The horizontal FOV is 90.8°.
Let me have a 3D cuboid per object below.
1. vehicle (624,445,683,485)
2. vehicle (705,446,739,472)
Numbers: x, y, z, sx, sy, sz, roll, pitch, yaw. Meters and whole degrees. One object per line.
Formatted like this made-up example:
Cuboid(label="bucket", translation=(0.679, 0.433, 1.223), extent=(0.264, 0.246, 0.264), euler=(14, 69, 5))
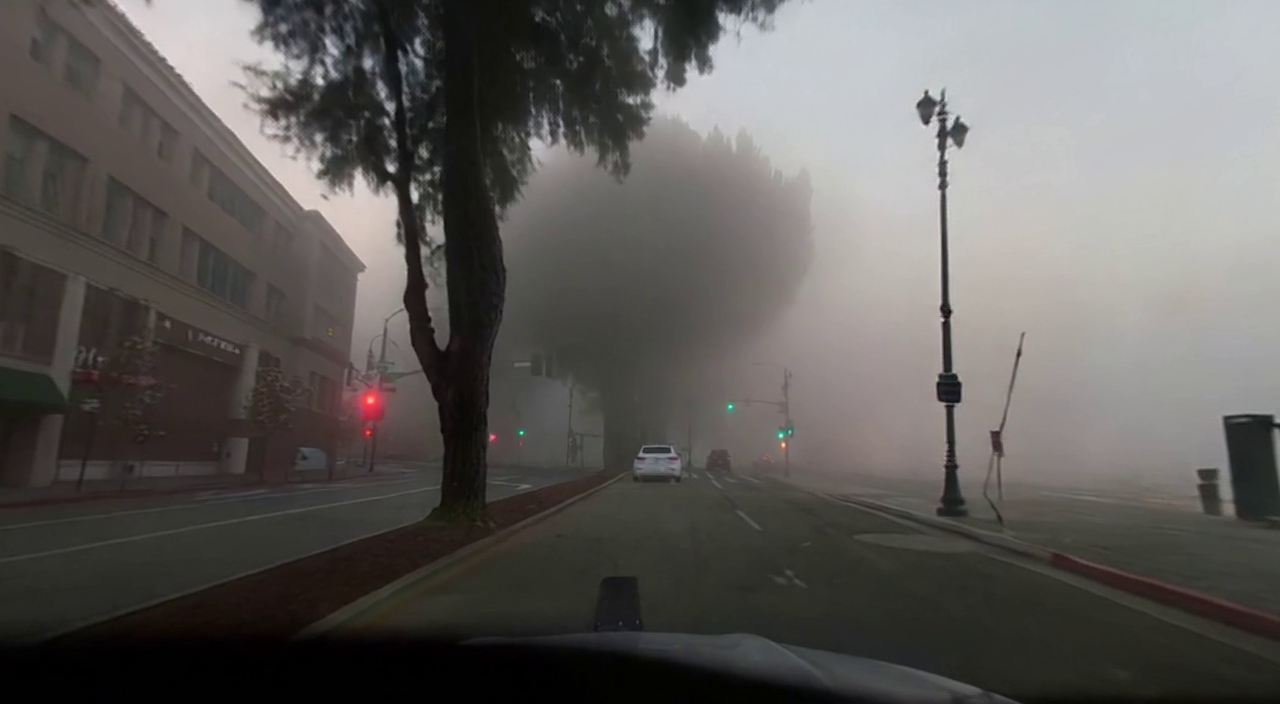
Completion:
Cuboid(label="vehicle", translation=(0.643, 4.495, 25.470), extent=(2.173, 1.479, 4.264), euler=(-1, -9, 4))
Cuboid(label="vehicle", translation=(6.242, 8.160, 48.539), extent=(2.092, 1.851, 4.913), euler=(0, -9, 2))
